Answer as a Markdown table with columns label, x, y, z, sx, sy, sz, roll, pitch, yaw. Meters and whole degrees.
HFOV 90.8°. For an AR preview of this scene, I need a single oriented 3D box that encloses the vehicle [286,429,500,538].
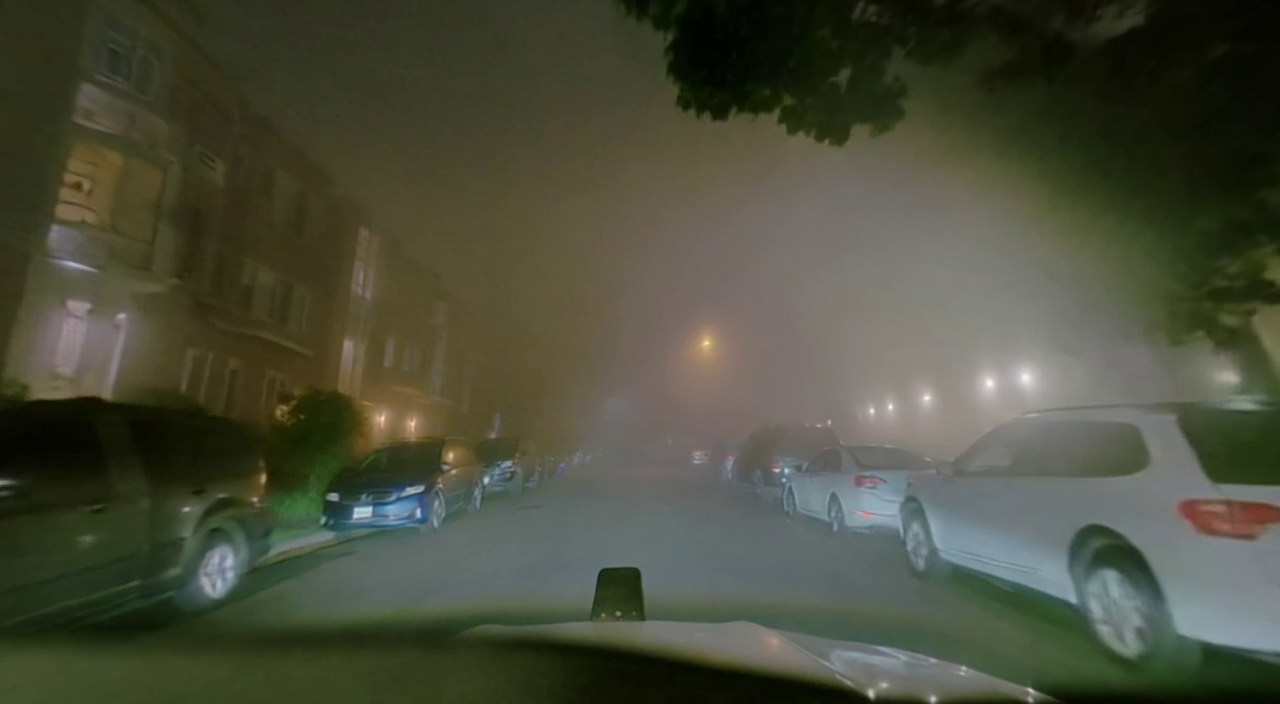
| label | x | y | z | sx | sy | sz | roll | pitch | yaw |
| --- | --- | --- | --- | --- | --- | --- | --- | --- | --- |
| vehicle | -5.046 | 2.770 | 14.124 | 2.683 | 1.923 | 5.421 | 0 | -9 | -1 |

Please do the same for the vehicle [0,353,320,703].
| label | x | y | z | sx | sy | sz | roll | pitch | yaw |
| --- | --- | --- | --- | --- | --- | --- | --- | --- | --- |
| vehicle | -5.054 | 1.247 | 4.855 | 2.390 | 2.123 | 5.371 | 0 | -9 | -1 |

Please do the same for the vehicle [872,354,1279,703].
| label | x | y | z | sx | sy | sz | roll | pitch | yaw |
| --- | --- | --- | --- | --- | --- | --- | --- | --- | --- |
| vehicle | 3.704 | 1.207 | 4.952 | 1.994 | 1.710 | 4.699 | 0 | -9 | 0 |
